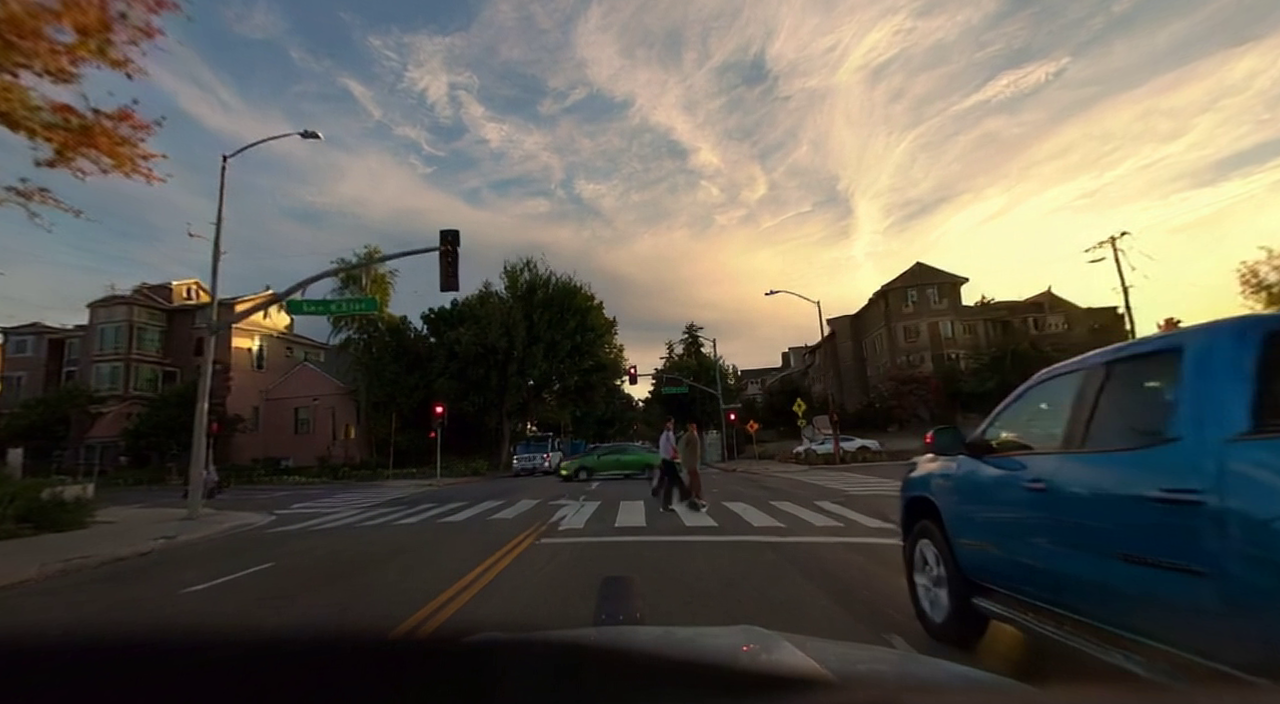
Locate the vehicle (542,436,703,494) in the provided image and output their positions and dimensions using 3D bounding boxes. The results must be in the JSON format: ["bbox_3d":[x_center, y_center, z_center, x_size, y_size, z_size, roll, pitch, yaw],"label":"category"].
[{"bbox_3d":[-0.505,3.514,20.100,4.771,1.630,1.979,5,-10,-31],"label":"vehicle"}]

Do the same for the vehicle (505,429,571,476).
[{"bbox_3d":[-6.109,6.162,39.023,2.896,2.560,7.322,0,-9,-1],"label":"vehicle"}]

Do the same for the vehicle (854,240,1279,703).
[{"bbox_3d":[3.059,0.810,2.885,2.177,2.015,5.463,0,-9,-1],"label":"vehicle"}]
